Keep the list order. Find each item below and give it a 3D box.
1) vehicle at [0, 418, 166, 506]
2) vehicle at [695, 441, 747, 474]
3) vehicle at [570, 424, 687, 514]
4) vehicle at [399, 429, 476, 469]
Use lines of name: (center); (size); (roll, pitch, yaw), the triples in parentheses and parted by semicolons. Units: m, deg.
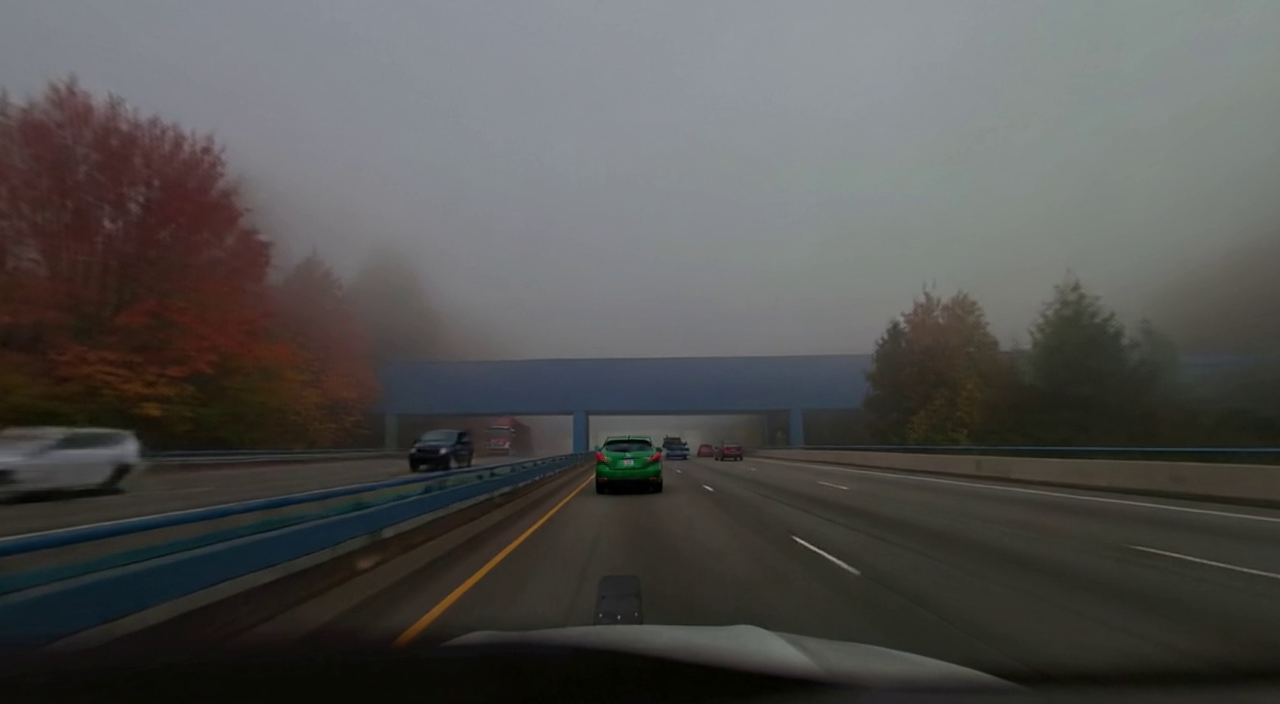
vehicle: (-12.051, 2.153, 12.420); (1.938, 1.516, 4.282); (0, -9, 0)
vehicle: (3.886, 5.134, 30.683); (1.894, 1.487, 3.751); (0, -9, -2)
vehicle: (-0.244, 2.587, 14.270); (2.259, 1.699, 4.015); (0, -9, 0)
vehicle: (-9.358, 4.536, 29.360); (2.111, 1.674, 4.548); (0, -9, -1)
